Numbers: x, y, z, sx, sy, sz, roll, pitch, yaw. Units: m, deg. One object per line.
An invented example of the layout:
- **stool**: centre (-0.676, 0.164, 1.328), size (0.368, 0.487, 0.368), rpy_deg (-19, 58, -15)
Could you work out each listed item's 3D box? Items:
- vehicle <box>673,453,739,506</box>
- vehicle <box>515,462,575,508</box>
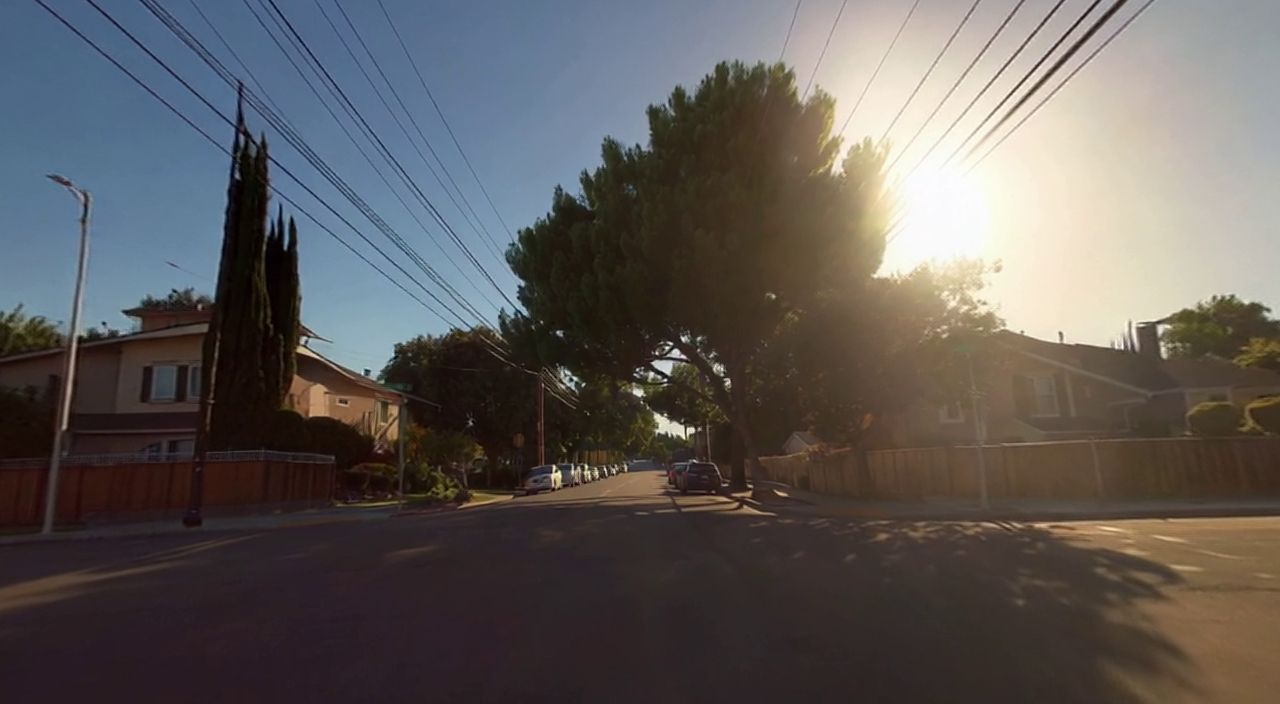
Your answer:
- **vehicle**: centre (2.592, 5.115, 25.824), size (2.051, 1.874, 4.459), rpy_deg (0, -8, -2)
- **vehicle**: centre (-4.294, 6.095, 29.327), size (2.189, 1.771, 4.571), rpy_deg (0, -8, -1)
